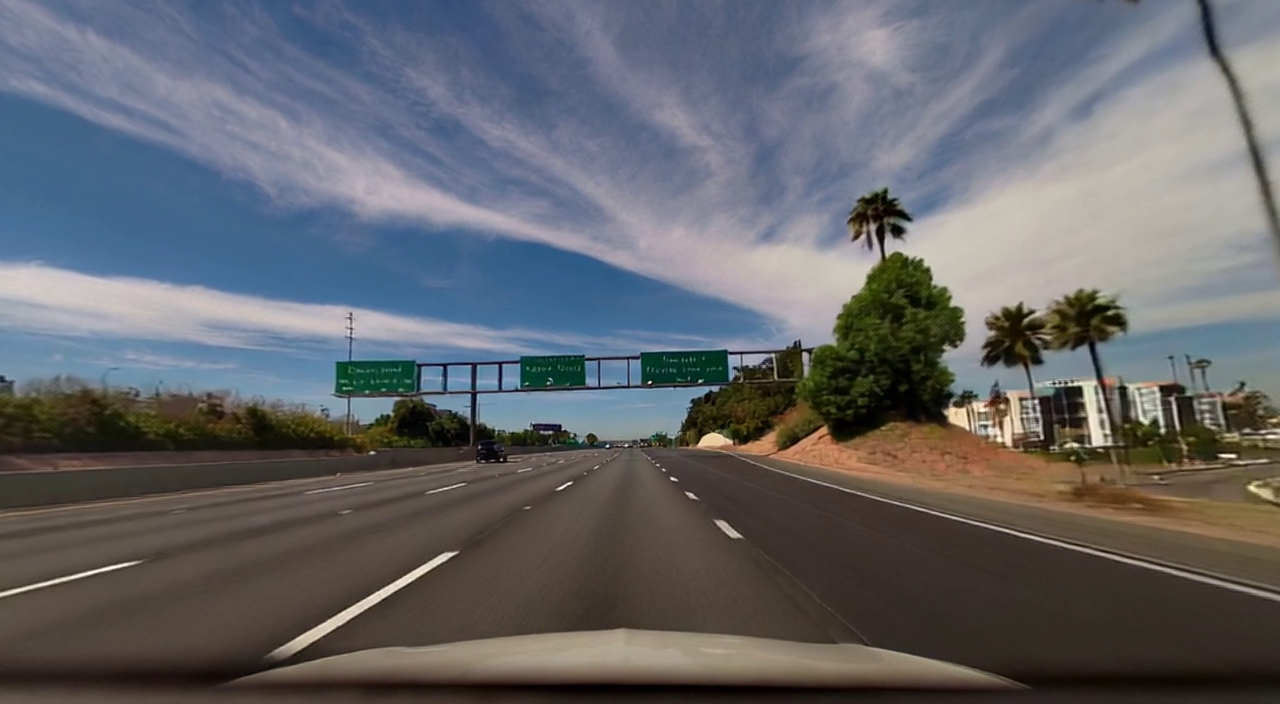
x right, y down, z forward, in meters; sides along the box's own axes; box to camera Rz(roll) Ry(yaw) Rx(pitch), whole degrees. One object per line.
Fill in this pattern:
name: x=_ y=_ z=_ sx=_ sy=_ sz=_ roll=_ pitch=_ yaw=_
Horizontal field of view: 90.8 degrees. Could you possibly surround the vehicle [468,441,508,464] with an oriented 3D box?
vehicle: x=-11.952 y=7.925 z=49.903 sx=2.016 sy=1.754 sz=4.543 roll=0 pitch=-8 yaw=0
